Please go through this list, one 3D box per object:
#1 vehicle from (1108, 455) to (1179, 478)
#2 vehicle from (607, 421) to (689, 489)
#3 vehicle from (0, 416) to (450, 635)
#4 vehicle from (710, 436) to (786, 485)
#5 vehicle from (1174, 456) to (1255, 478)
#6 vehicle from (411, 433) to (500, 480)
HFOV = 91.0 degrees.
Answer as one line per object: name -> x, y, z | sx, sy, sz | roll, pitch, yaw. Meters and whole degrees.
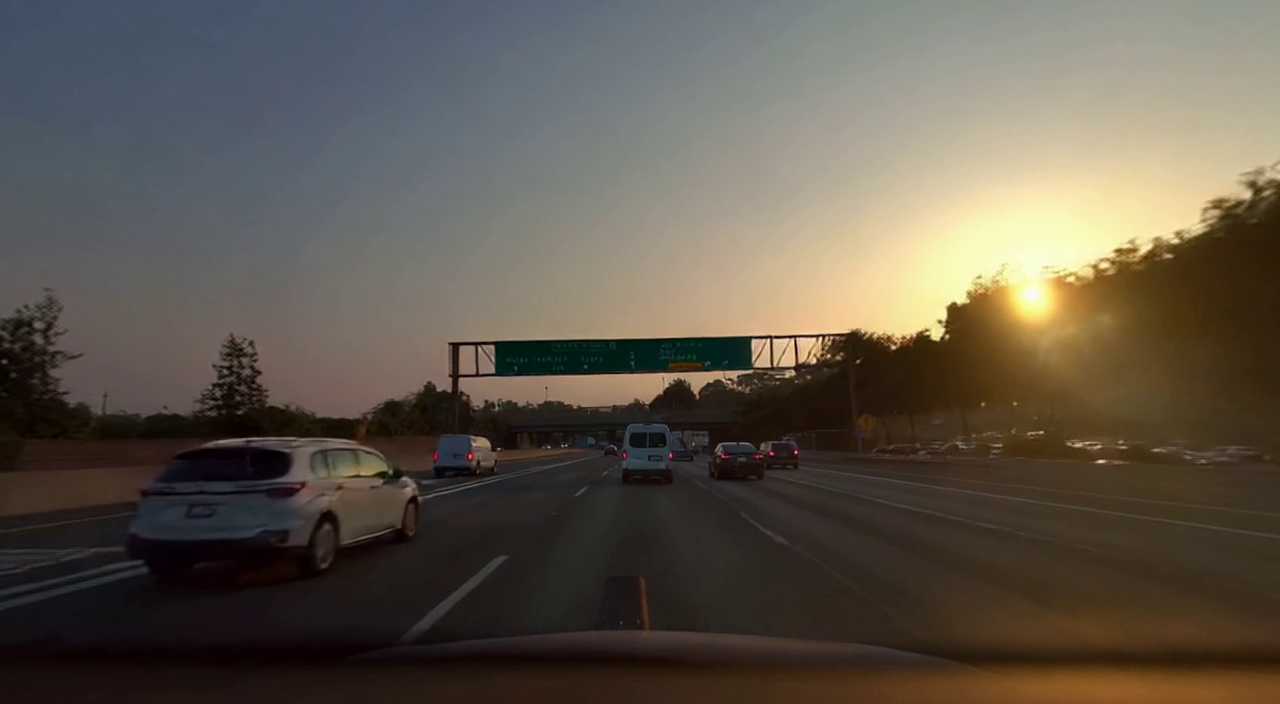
vehicle -> 37.325, 8.502, 46.757 | 3.527, 1.437, 1.839 | -4, -8, 8
vehicle -> 0.229, 3.517, 21.780 | 2.509, 2.062, 4.639 | 0, -8, 0
vehicle -> -3.965, 1.595, 6.960 | 2.173, 1.542, 4.781 | 0, -8, 1
vehicle -> 4.022, 4.124, 24.303 | 2.146, 1.678, 4.489 | 0, -8, 0
vehicle -> 42.298, 8.471, 46.435 | 4.039, 1.466, 1.715 | -2, -8, 6
vehicle -> -7.613, 4.369, 26.640 | 2.192, 1.776, 4.957 | 0, -8, 1
